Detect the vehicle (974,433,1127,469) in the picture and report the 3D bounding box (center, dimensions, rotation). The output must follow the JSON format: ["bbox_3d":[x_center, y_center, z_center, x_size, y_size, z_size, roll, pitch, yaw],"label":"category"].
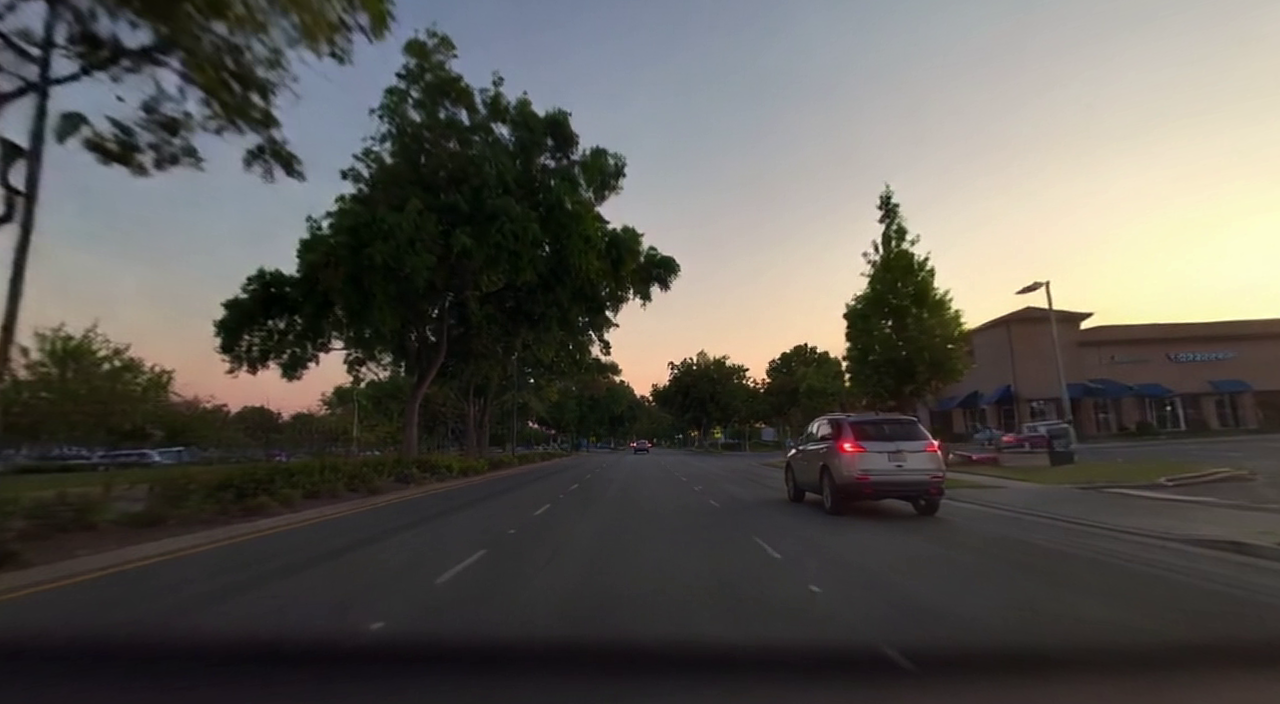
[{"bbox_3d":[16.617,4.036,25.766,4.848,1.418,1.914,0,-8,2],"label":"vehicle"}]

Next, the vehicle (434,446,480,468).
[{"bbox_3d":[-13.137,7.534,45.655,1.915,1.483,4.730,0,-8,0],"label":"vehicle"}]

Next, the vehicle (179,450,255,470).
[{"bbox_3d":[-32.577,8.345,48.769,4.397,1.483,2.036,0,-8,2],"label":"vehicle"}]

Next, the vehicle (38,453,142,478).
[{"bbox_3d":[-32.665,6.744,37.608,4.635,1.422,1.725,0,-8,3],"label":"vehicle"}]

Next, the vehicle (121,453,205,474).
[{"bbox_3d":[-32.552,7.595,43.182,4.393,1.394,1.612,0,-8,1],"label":"vehicle"}]

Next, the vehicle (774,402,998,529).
[{"bbox_3d":[4.379,2.139,12.421,2.185,1.956,5.128,0,-8,-2],"label":"vehicle"}]
